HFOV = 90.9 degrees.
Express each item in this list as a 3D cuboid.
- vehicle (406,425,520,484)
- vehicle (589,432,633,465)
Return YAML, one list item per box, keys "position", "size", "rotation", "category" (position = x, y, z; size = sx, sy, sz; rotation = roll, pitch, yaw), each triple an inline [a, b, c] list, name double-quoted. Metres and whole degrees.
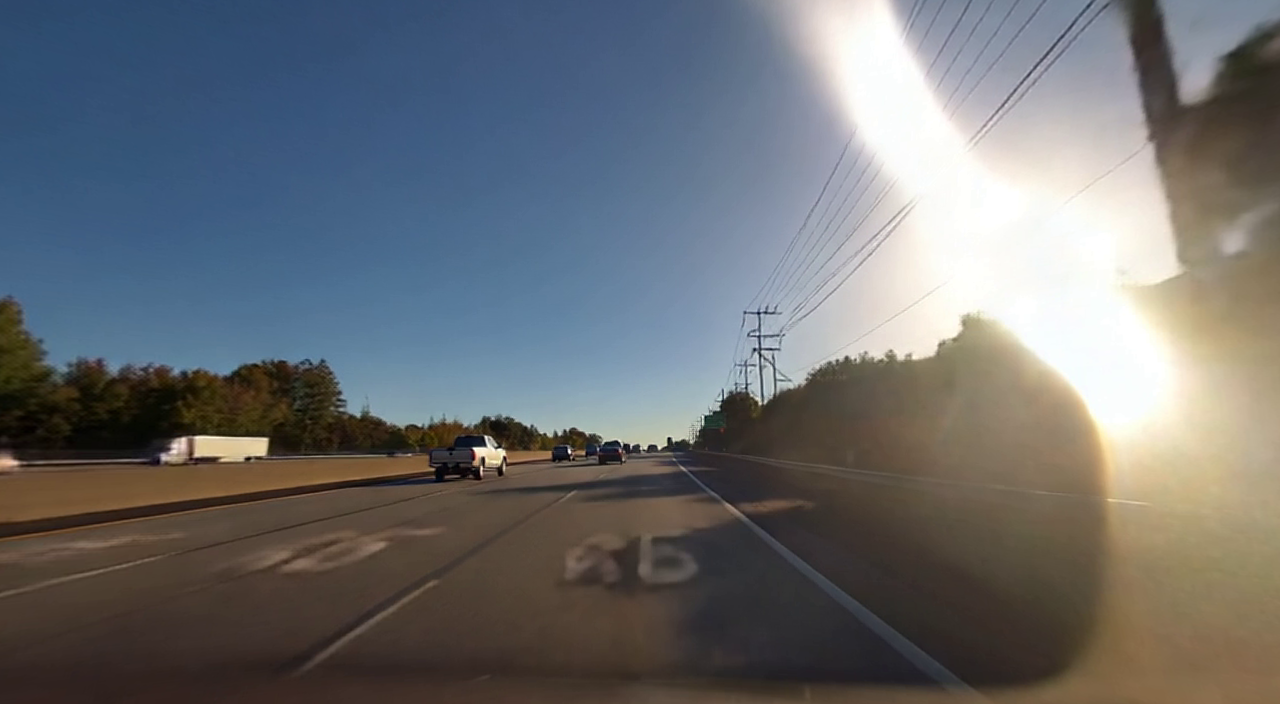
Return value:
- position: [-6.679, 3.965, 24.837]
  size: [2.460, 1.992, 6.474]
  rotation: [0, -8, 1]
  category: "vehicle"
- position: [-1.881, 6.500, 42.627]
  size: [2.448, 2.025, 5.193]
  rotation: [-1, -8, 3]
  category: "vehicle"
